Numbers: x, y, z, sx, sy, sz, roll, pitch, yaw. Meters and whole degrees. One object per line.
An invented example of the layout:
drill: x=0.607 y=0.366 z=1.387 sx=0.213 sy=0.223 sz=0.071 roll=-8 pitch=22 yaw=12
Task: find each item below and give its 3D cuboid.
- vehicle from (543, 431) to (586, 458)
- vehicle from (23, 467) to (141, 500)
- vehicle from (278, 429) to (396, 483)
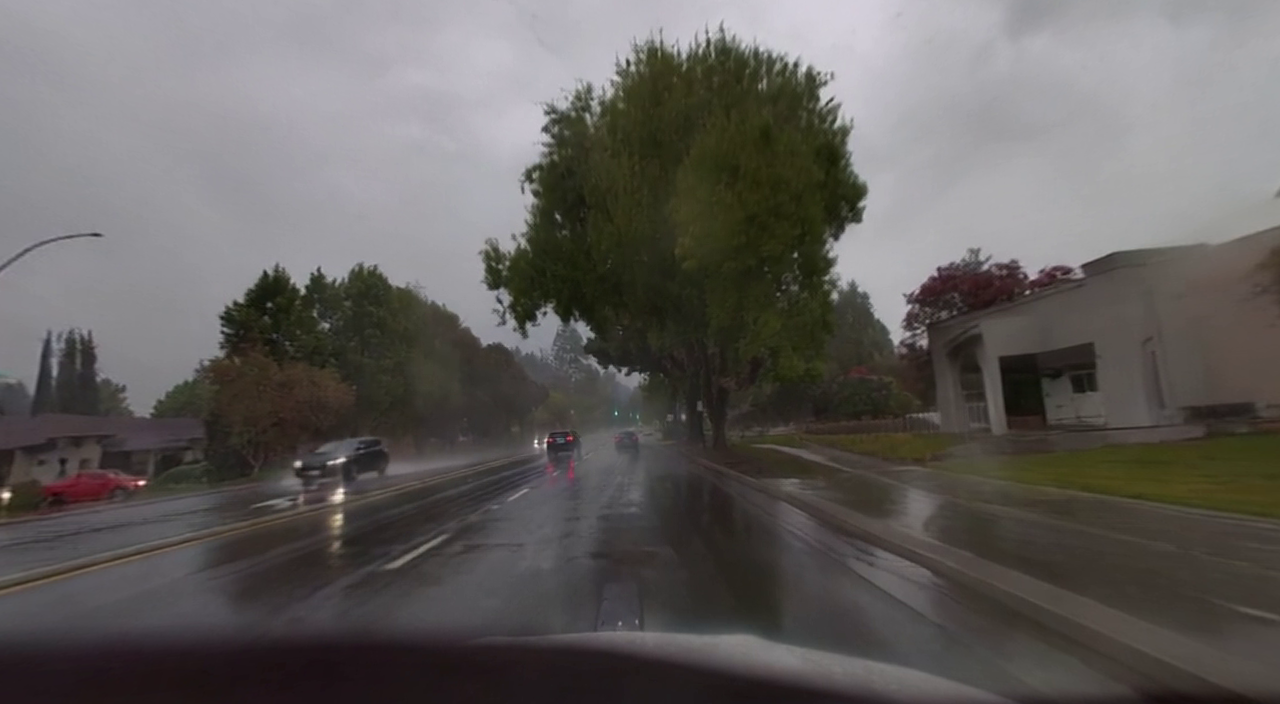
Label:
vehicle: x=-4.483 y=5.525 z=38.044 sx=2.083 sy=1.460 sz=4.527 roll=-2 pitch=-7 yaw=-1
vehicle: x=-29.752 y=7.021 z=33.668 sx=4.605 sy=1.453 sz=1.809 roll=-2 pitch=-7 yaw=0
vehicle: x=-12.358 y=4.264 z=26.219 sx=2.292 sy=1.882 sz=5.655 roll=-3 pitch=-8 yaw=-2
